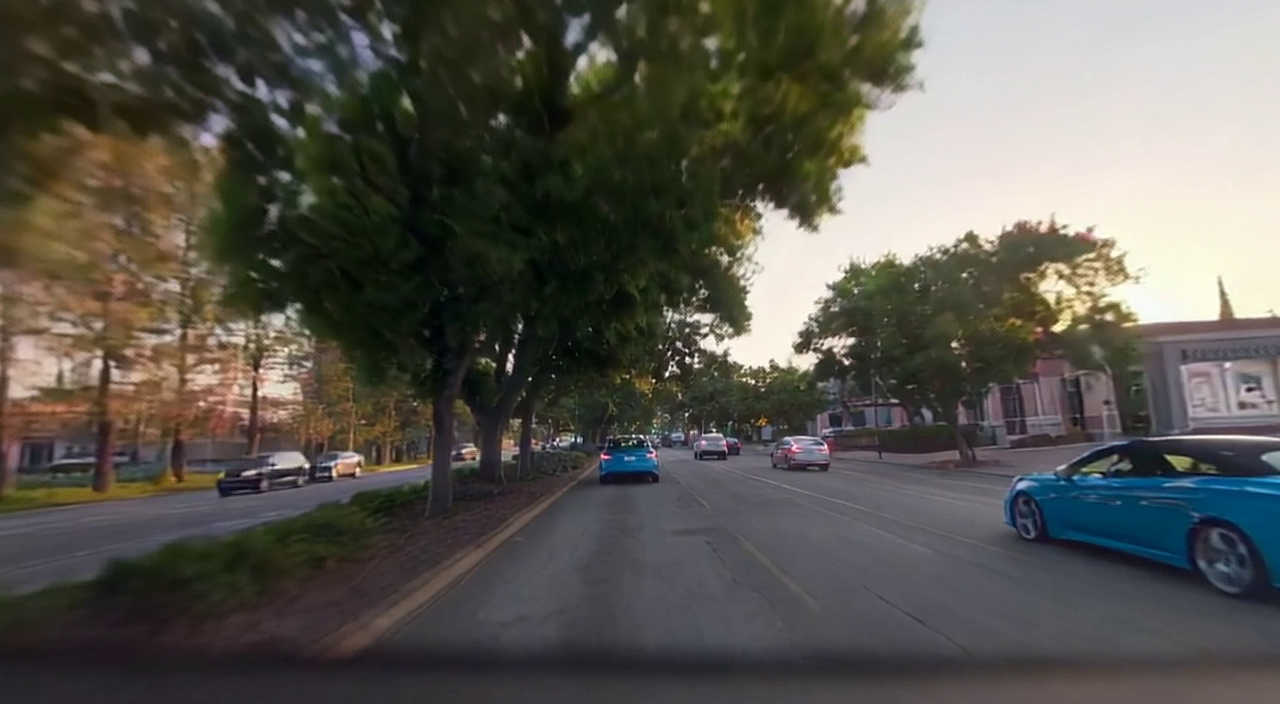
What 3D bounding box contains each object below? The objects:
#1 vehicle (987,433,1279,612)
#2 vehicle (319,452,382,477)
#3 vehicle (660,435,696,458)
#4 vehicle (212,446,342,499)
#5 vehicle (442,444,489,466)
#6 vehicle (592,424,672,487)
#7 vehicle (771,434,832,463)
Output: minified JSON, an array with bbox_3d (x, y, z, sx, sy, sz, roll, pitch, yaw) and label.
[{"bbox_3d":[5.754,1.464,6.087,2.258,1.294,4.312,0,-9,-2],"label":"vehicle"},{"bbox_3d":[-19.411,7.547,42.598,1.879,1.513,4.466,-1,-9,3],"label":"vehicle"},{"bbox_3d":[2.517,6.494,43.283,2.078,1.471,4.142,0,-9,-2],"label":"vehicle"},{"bbox_3d":[-13.899,4.614,24.626,2.080,1.821,4.833,-1,-9,1],"label":"vehicle"},{"bbox_3d":[-13.348,7.918,48.703,2.217,1.519,4.724,-1,-9,1],"label":"vehicle"},{"bbox_3d":[-0.256,3.263,20.044,2.266,1.762,4.131,0,-9,-1],"label":"vehicle"},{"bbox_3d":[8.849,5.371,35.068,2.045,1.484,4.342,0,-9,-2],"label":"vehicle"}]
